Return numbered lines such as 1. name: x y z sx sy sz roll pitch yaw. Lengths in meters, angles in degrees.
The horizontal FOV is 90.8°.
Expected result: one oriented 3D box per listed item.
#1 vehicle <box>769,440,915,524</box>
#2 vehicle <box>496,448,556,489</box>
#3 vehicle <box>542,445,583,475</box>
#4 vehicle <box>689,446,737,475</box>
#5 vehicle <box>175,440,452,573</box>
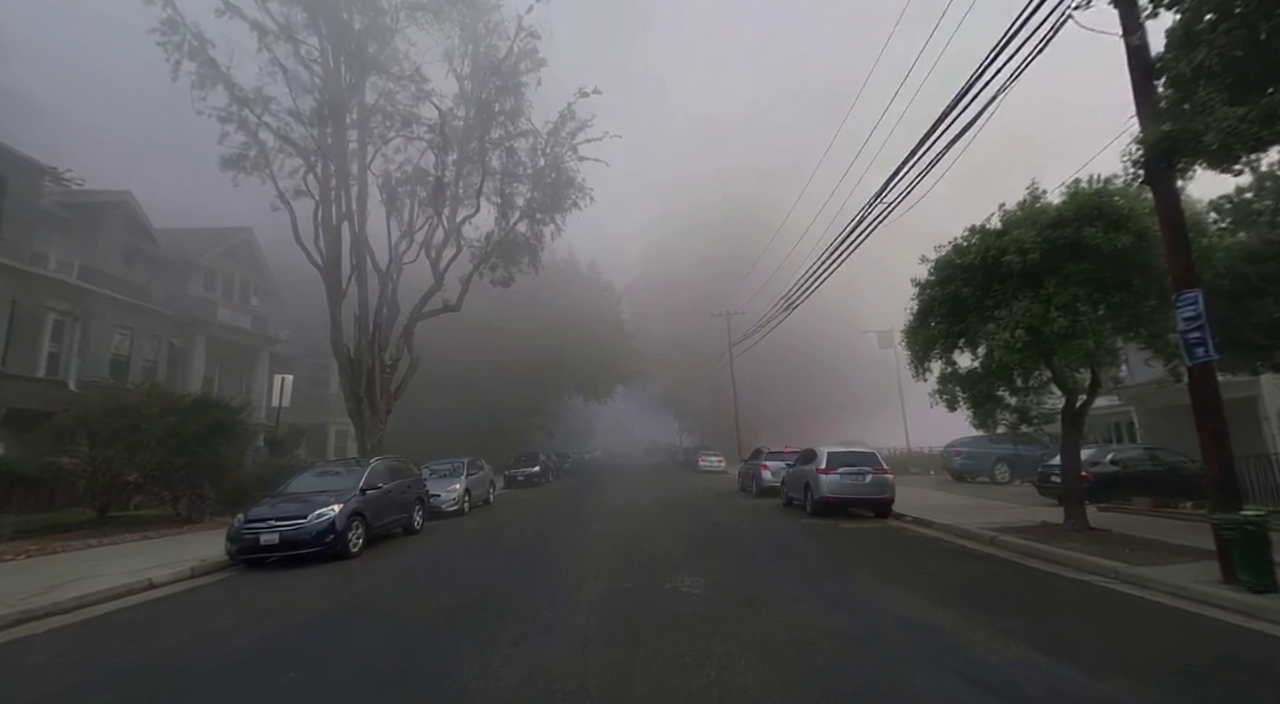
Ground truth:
1. vehicle: 4.323 2.810 14.314 1.864 1.592 4.221 0 -8 -1
2. vehicle: -5.242 5.406 29.710 2.032 1.716 4.382 0 -8 -1
3. vehicle: -5.501 7.733 45.644 2.184 1.958 5.757 0 -9 0
4. vehicle: 4.120 6.196 36.346 2.174 1.504 4.809 0 -8 0
5. vehicle: -5.261 2.499 11.251 2.360 1.772 4.907 -1 -8 -1
